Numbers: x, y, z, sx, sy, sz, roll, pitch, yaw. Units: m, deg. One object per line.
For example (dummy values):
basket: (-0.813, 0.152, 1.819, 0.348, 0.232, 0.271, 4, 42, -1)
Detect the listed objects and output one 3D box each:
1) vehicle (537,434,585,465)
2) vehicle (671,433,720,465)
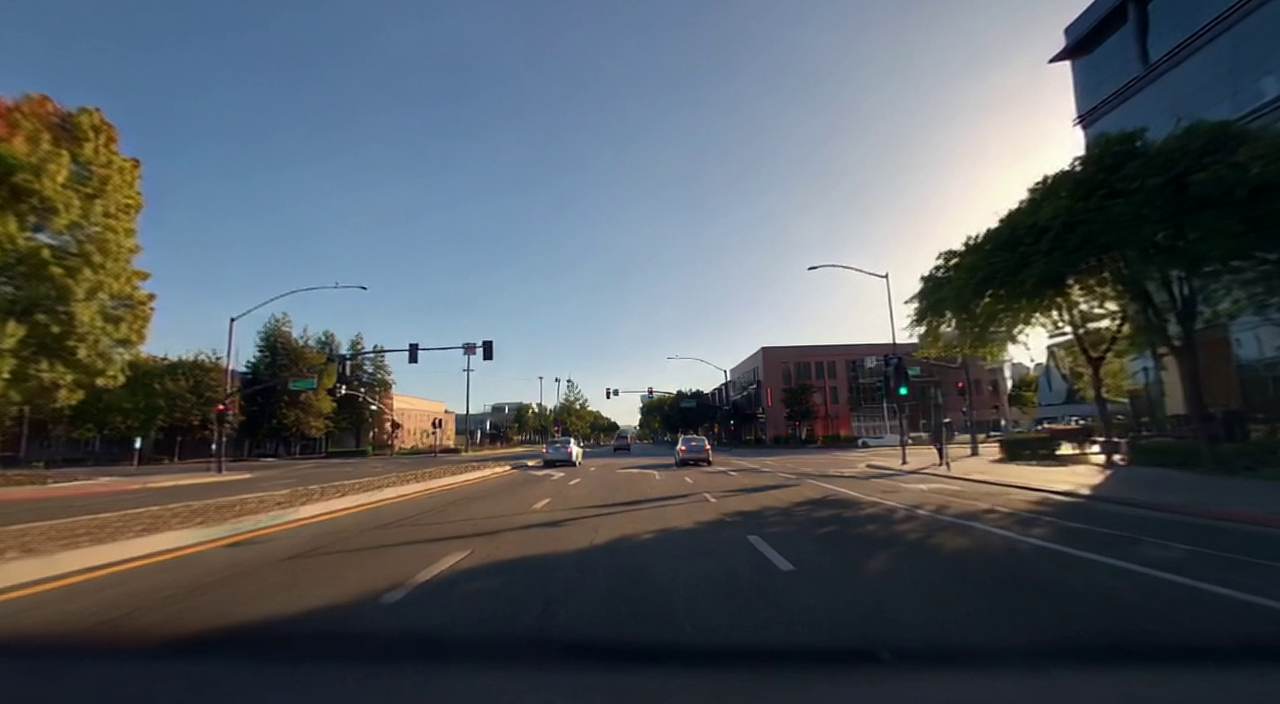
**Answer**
vehicle: (-4.137, 5.204, 33.861, 1.973, 1.526, 4.533, 0, -9, 0)
vehicle: (2.849, 5.134, 33.465, 2.130, 1.524, 4.722, 0, -9, 0)
